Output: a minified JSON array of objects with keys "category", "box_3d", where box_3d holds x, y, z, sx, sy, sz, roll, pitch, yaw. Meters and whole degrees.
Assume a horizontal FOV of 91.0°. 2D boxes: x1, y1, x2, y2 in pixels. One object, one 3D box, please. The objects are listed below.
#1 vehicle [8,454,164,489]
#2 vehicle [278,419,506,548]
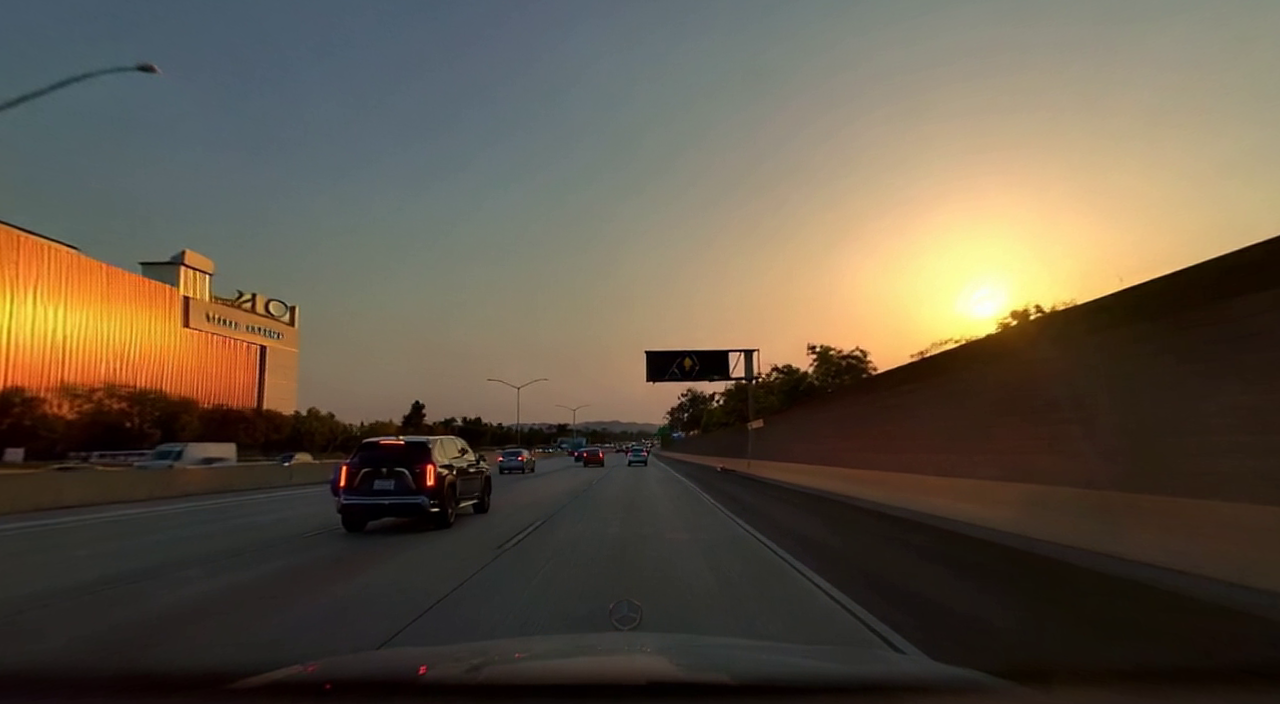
[{"category":"vehicle","box_3d":[-32.476,6.988,37.428,2.549,1.758,7.381,0,-9,0]},{"category":"vehicle","box_3d":[-3.872,2.137,10.898,2.059,1.725,4.521,0,-9,0]}]
